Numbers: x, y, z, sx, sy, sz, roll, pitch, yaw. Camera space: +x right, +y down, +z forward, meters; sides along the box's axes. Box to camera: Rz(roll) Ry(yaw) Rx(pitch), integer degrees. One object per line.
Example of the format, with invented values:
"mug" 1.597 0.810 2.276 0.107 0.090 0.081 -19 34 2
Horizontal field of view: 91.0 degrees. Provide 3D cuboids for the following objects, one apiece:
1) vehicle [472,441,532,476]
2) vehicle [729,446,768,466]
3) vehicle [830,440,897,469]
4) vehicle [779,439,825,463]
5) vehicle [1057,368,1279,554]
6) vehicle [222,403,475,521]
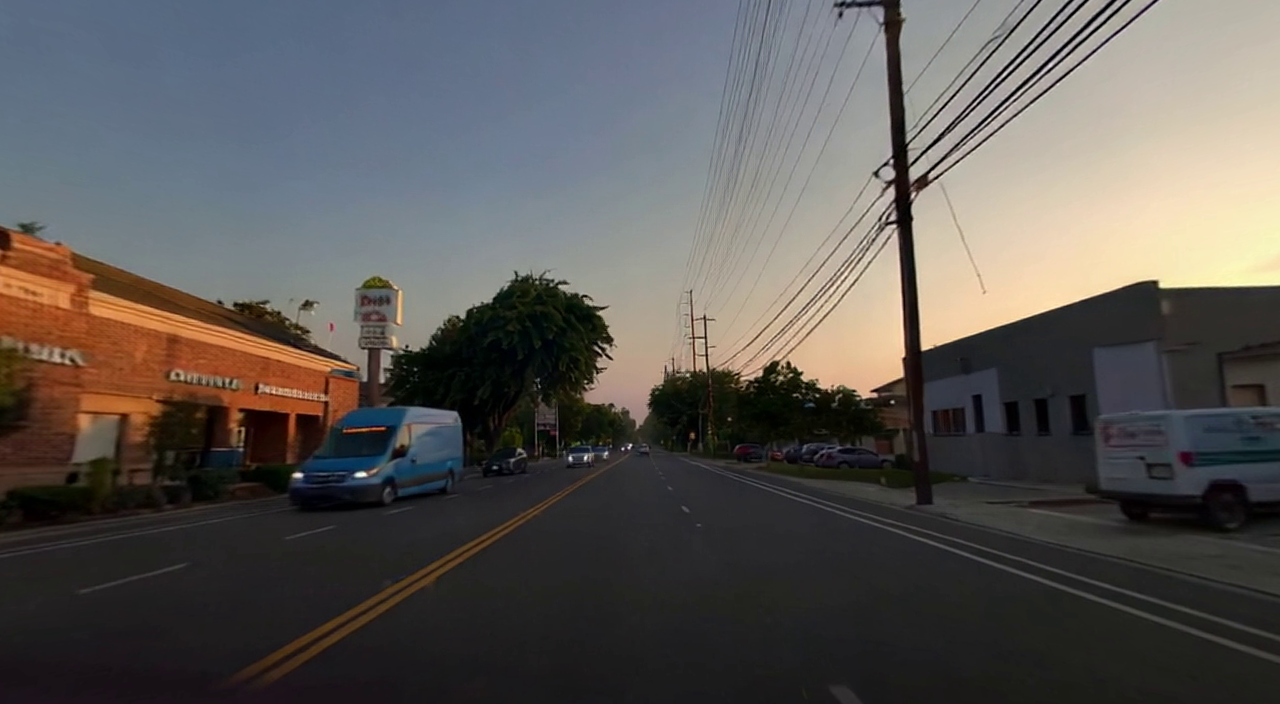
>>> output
"vehicle" -7.341 5.704 34.031 2.242 1.741 4.519 0 -8 -1
"vehicle" 8.175 7.843 47.814 1.869 1.428 4.250 0 -9 -5
"vehicle" 12.969 5.975 36.912 2.143 1.518 4.893 0 -8 0
"vehicle" 12.581 7.738 49.316 2.051 1.811 5.330 0 -9 -1
"vehicle" 9.971 1.758 10.629 6.532 2.291 2.575 6 -10 -36
"vehicle" -6.918 2.782 16.547 2.909 2.362 7.390 -1 -8 2
